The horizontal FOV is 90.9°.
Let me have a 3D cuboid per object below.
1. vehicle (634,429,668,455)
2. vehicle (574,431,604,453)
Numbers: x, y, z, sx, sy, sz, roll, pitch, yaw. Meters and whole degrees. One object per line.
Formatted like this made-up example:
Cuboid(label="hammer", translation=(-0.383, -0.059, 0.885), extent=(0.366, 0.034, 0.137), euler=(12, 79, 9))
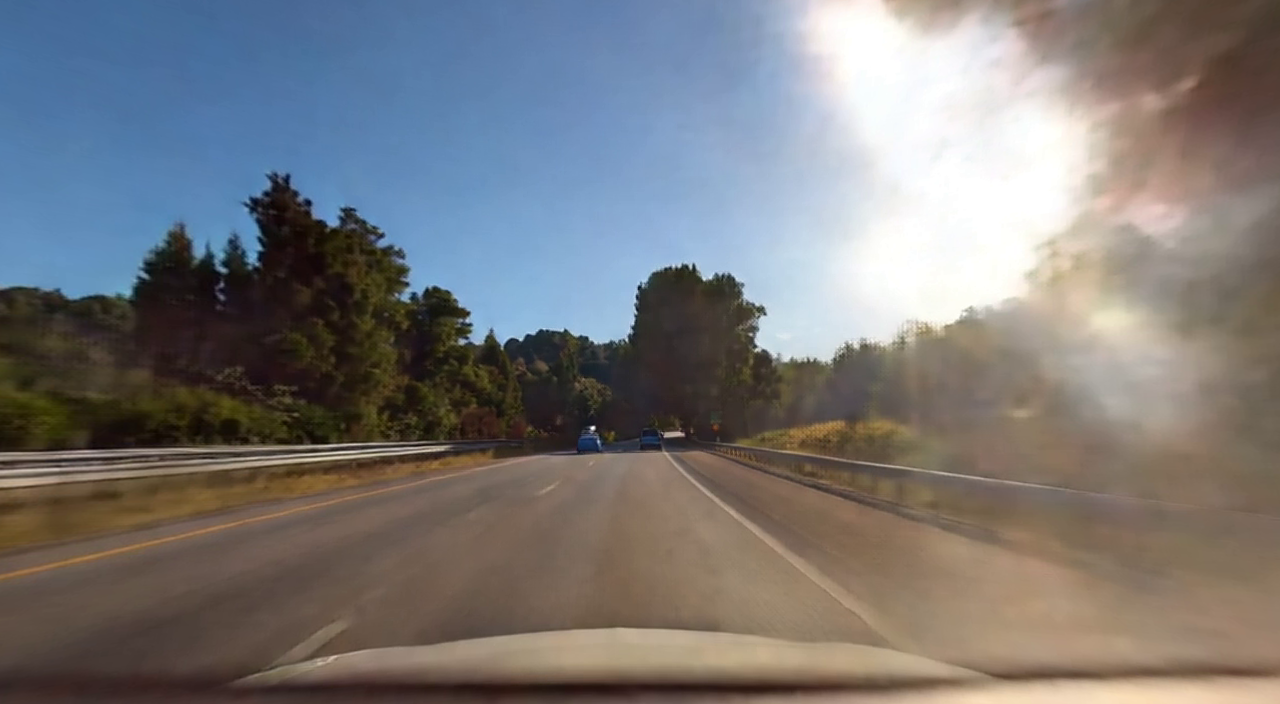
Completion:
Cuboid(label="vehicle", translation=(0.667, 5.817, 40.884), extent=(2.041, 1.618, 3.898), euler=(0, -8, 0))
Cuboid(label="vehicle", translation=(-3.770, 6.759, 47.374), extent=(1.950, 1.518, 3.941), euler=(0, -8, 0))
